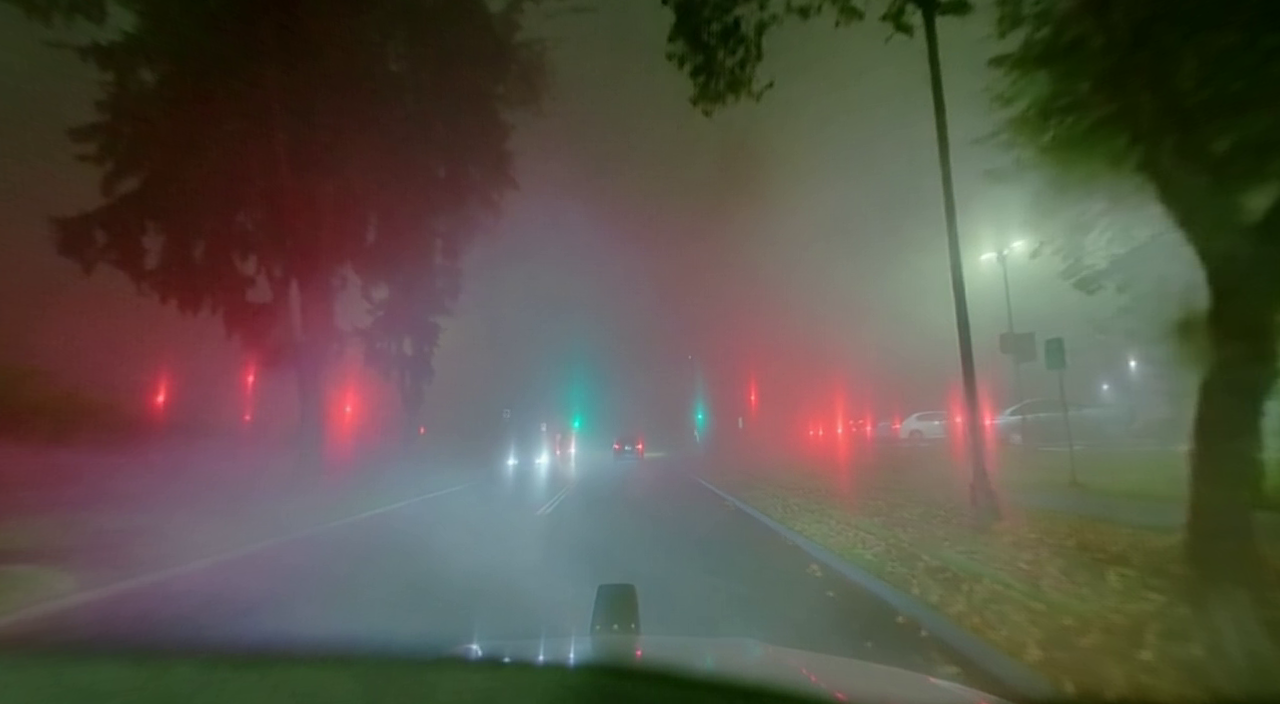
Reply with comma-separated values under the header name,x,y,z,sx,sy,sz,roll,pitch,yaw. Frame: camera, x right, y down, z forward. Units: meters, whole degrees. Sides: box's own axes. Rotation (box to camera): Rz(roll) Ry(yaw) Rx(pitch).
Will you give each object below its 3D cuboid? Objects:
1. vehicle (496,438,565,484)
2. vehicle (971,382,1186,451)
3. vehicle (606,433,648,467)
name,x,y,z,sx,sy,sz,roll,pitch,yaw
vehicle,-3.861,3.894,22.861,1.973,1.512,3.524,0,-8,-2
vehicle,12.004,1.817,17.555,4.349,1.462,1.982,-5,-7,6
vehicle,-0.665,5.257,33.929,2.142,1.686,3.816,-1,-8,0
